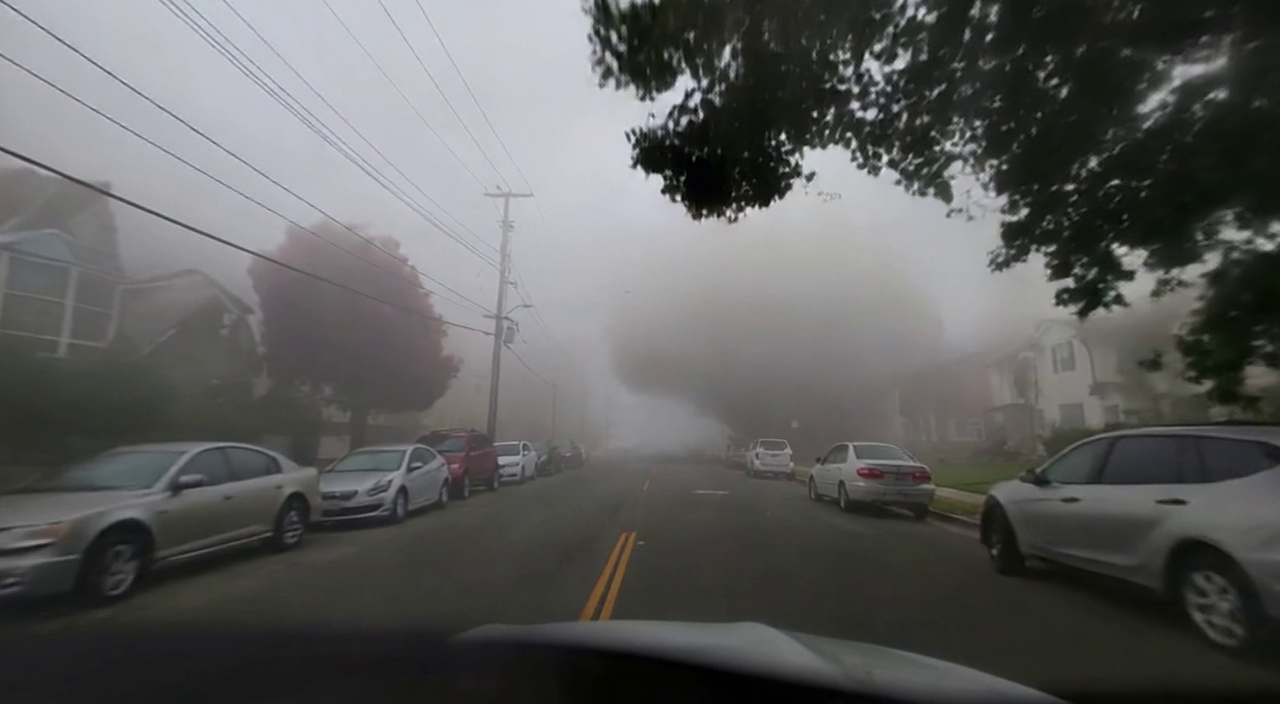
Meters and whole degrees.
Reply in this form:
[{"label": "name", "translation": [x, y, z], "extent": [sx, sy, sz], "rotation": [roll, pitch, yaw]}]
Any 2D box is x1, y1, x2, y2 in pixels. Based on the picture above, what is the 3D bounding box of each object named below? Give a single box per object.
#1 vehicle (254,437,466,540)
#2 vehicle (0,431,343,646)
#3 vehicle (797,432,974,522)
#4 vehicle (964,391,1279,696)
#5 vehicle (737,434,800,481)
[{"label": "vehicle", "translation": [-4.945, 2.404, 12.086], "extent": [1.979, 1.435, 4.785], "rotation": [-3, -7, -1]}, {"label": "vehicle", "translation": [-5.137, 1.608, 6.625], "extent": [1.853, 1.447, 4.462], "rotation": [-3, -7, 1]}, {"label": "vehicle", "translation": [4.938, 2.572, 13.593], "extent": [1.910, 1.567, 4.856], "rotation": [0, -9, 1]}, {"label": "vehicle", "translation": [4.754, 1.350, 5.363], "extent": [1.951, 1.700, 4.485], "rotation": [-1, -9, 5]}, {"label": "vehicle", "translation": [5.201, 4.302, 26.056], "extent": [1.936, 1.756, 4.127], "rotation": [-1, -9, 3]}]
